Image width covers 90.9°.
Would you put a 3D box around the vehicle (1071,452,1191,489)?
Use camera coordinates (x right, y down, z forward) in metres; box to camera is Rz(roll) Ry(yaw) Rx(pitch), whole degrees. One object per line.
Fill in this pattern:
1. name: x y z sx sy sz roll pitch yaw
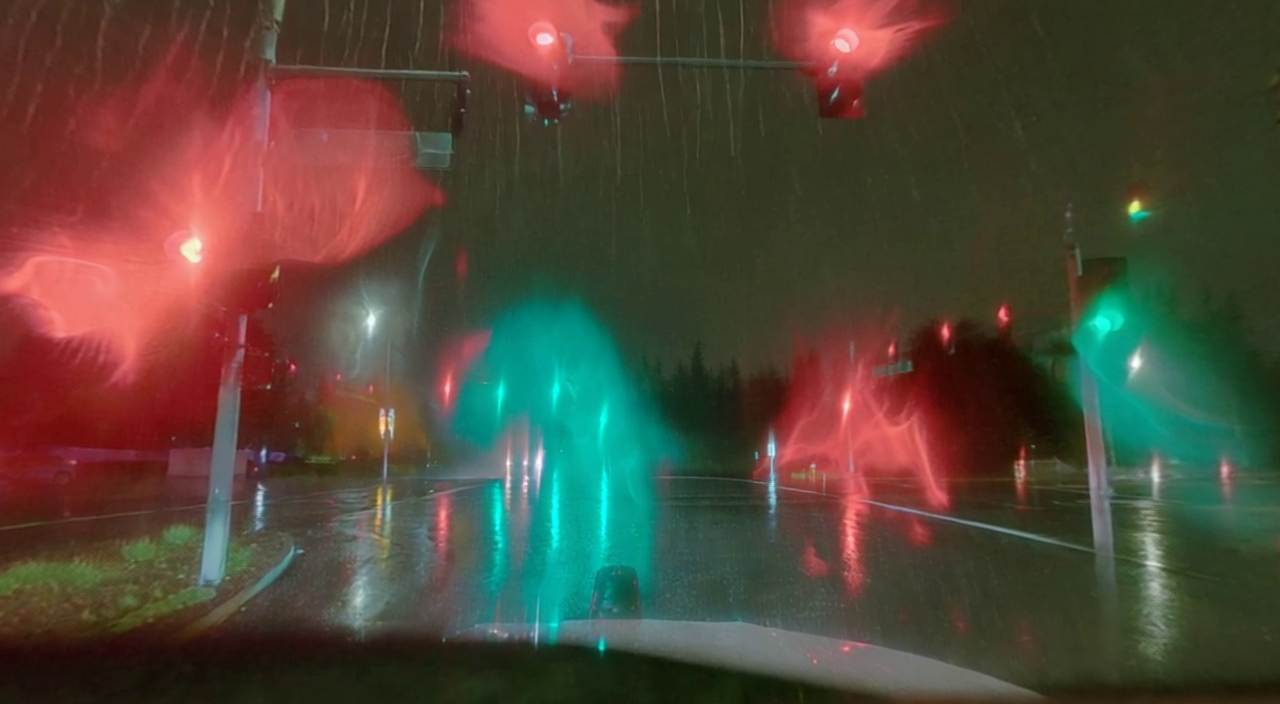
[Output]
1. vehicle: 22.672 5.465 29.189 3.998 1.590 1.936 1 -11 -6

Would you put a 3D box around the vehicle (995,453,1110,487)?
1. vehicle: 21.171 6.112 32.466 4.455 1.647 2.124 1 -12 -6

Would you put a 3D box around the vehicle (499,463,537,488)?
1. vehicle: -9.033 9.201 46.941 2.045 1.608 3.709 0 -8 1

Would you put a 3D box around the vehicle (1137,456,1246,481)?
1. vehicle: 33.505 7.104 38.410 4.555 1.474 1.914 -1 -11 8
